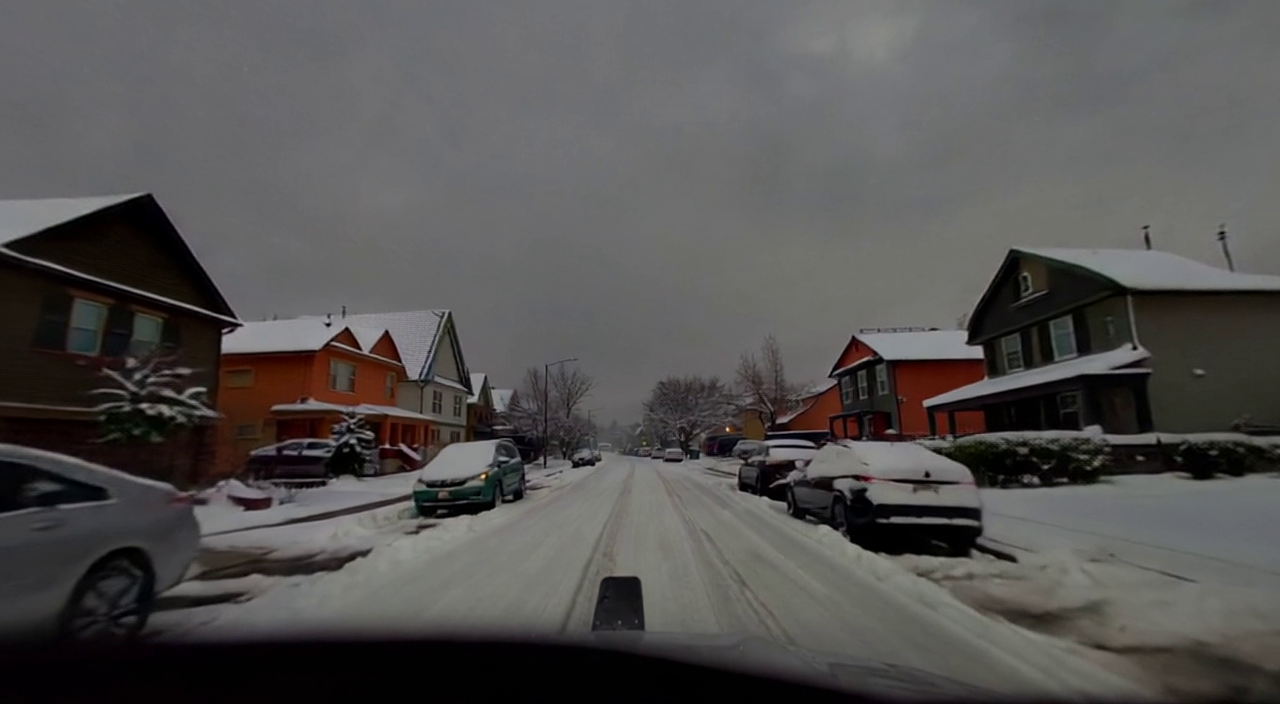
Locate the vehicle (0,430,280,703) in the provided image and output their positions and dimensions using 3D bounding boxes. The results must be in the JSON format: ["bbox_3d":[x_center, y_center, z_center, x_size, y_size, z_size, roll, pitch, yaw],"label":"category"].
[{"bbox_3d":[-4.256,1.114,3.025,2.020,1.470,5.300,0,-8,-1],"label":"vehicle"}]

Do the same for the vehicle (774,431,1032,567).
[{"bbox_3d":[3.396,1.967,9.273,1.888,1.484,4.476,0,-8,0],"label":"vehicle"}]

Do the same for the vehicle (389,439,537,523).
[{"bbox_3d":[-3.833,2.835,14.611,2.089,1.508,4.537,2,-7,0],"label":"vehicle"}]
